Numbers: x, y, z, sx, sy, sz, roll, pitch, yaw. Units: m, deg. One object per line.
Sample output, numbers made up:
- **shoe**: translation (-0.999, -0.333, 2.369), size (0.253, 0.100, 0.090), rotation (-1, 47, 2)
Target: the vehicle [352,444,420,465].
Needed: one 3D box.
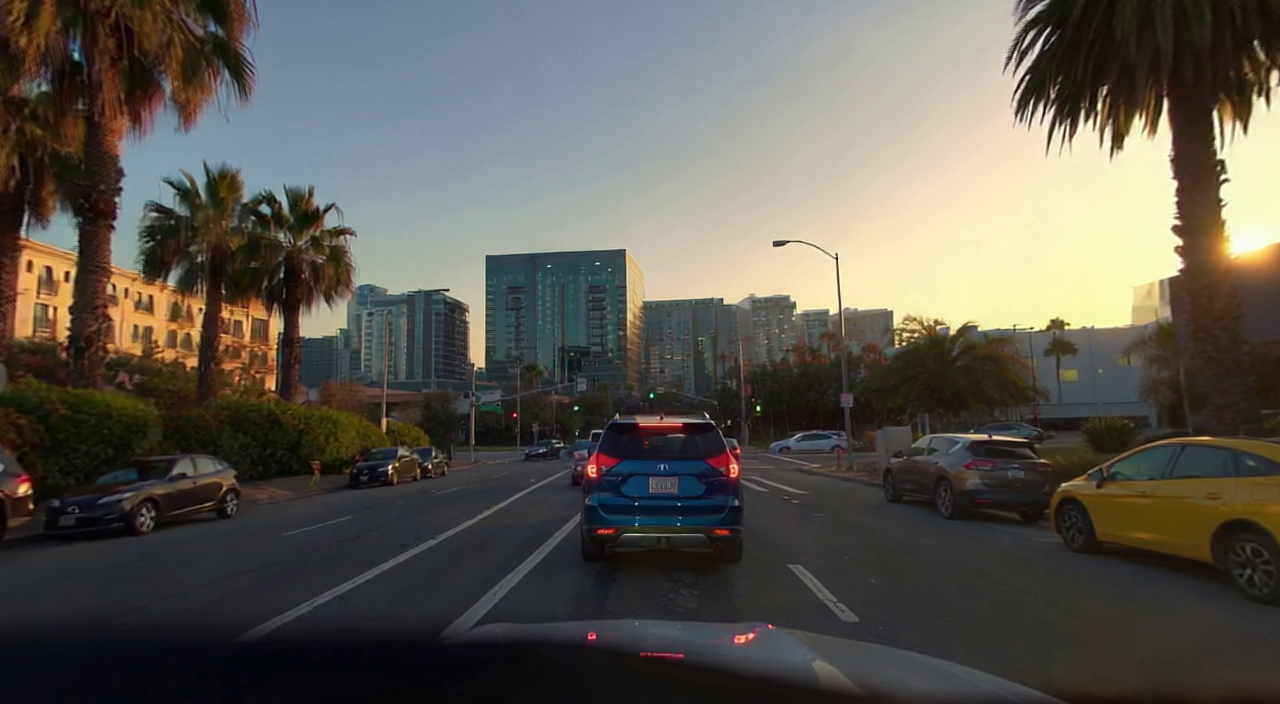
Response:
- **vehicle**: translation (-18.722, 7.514, 46.642), size (1.759, 1.457, 4.297), rotation (-7, -11, 38)

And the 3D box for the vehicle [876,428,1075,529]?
- **vehicle**: translation (6.670, 2.529, 13.240), size (1.930, 1.736, 4.329), rotation (-1, -8, 3)

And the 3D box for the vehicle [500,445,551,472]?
- **vehicle**: translation (-6.655, 6.238, 37.251), size (1.928, 1.475, 4.645), rotation (-1, -8, 3)

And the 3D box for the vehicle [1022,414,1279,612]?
- **vehicle**: translation (6.443, 1.598, 6.919), size (1.935, 1.672, 4.139), rotation (0, -8, 1)

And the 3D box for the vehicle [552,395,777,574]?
- **vehicle**: translation (0.262, 1.655, 8.586), size (2.264, 1.798, 4.258), rotation (0, -8, 1)

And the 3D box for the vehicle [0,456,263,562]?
- **vehicle**: translation (-9.565, 2.798, 11.935), size (2.054, 1.467, 4.595), rotation (-4, -9, 0)
